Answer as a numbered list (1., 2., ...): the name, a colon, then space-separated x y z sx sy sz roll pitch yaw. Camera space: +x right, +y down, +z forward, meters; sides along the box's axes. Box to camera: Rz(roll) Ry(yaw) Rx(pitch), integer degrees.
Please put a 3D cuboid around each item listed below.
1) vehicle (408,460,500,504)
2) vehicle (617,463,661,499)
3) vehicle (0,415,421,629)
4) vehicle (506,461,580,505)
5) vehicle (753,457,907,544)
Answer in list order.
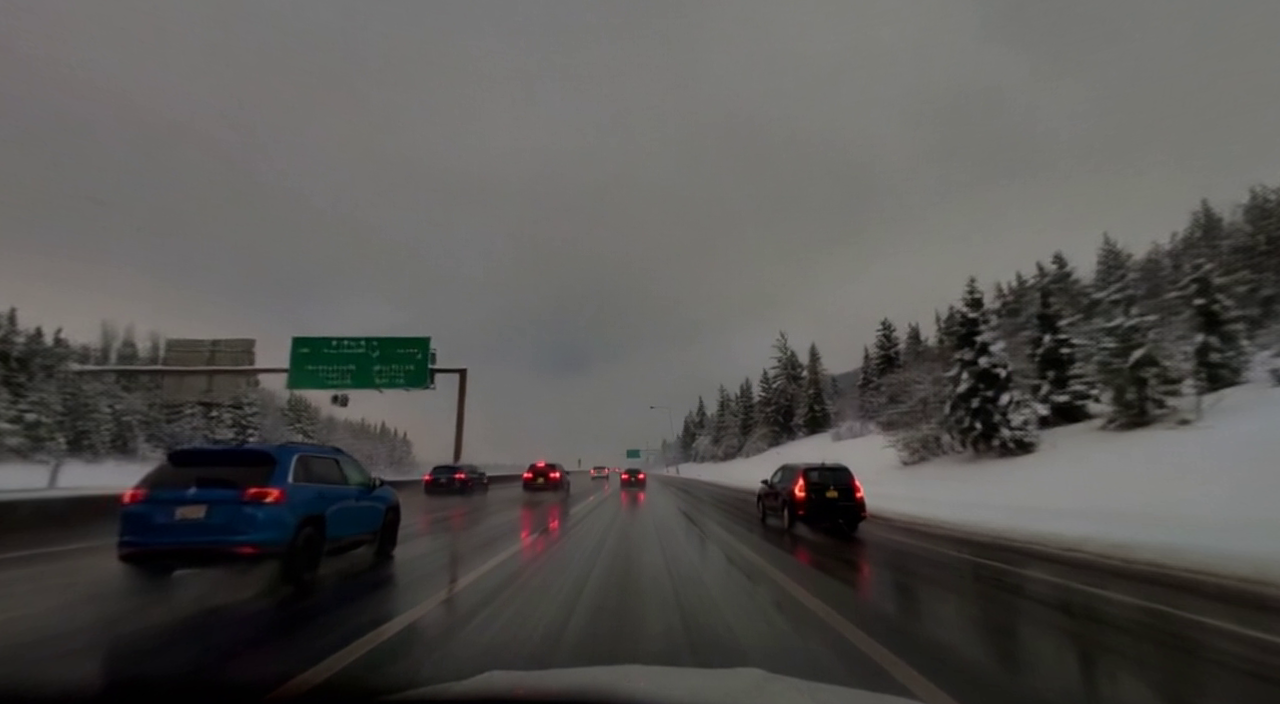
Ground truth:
1. vehicle: -7.250 5.131 25.117 2.142 1.545 4.708 1 -11 1
2. vehicle: -0.057 6.283 30.948 1.992 1.601 3.762 1 -11 0
3. vehicle: -4.413 1.803 7.439 2.069 1.699 4.452 1 -11 -1
4. vehicle: -3.677 5.093 24.773 2.102 1.521 4.687 1 -11 1
5. vehicle: 3.864 3.118 13.661 1.992 1.557 4.017 1 -11 -1
